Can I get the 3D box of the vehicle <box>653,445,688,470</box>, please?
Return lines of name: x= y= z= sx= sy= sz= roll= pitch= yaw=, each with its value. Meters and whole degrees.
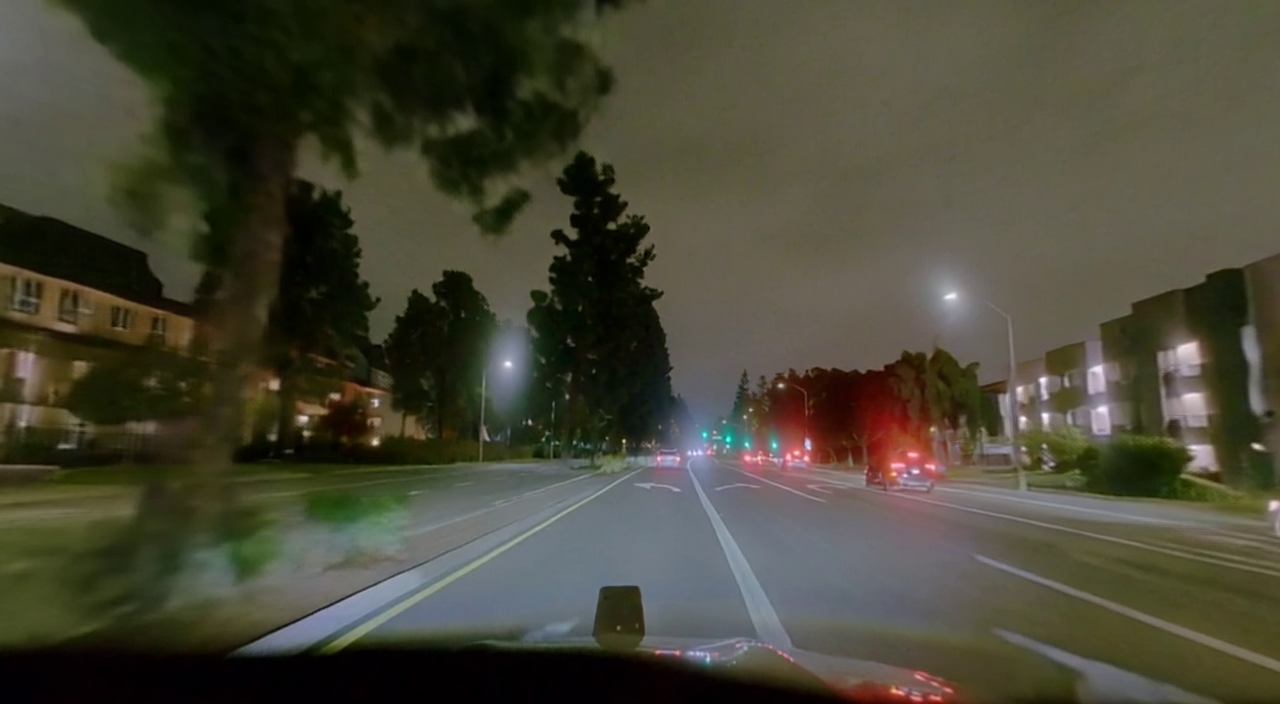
vehicle: x=1.847 y=6.466 z=39.017 sx=2.077 sy=1.477 sz=3.897 roll=0 pitch=-8 yaw=2

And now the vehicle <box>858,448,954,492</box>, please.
vehicle: x=9.873 y=4.393 z=23.844 sx=2.020 sy=1.472 sz=3.958 roll=0 pitch=-8 yaw=2
